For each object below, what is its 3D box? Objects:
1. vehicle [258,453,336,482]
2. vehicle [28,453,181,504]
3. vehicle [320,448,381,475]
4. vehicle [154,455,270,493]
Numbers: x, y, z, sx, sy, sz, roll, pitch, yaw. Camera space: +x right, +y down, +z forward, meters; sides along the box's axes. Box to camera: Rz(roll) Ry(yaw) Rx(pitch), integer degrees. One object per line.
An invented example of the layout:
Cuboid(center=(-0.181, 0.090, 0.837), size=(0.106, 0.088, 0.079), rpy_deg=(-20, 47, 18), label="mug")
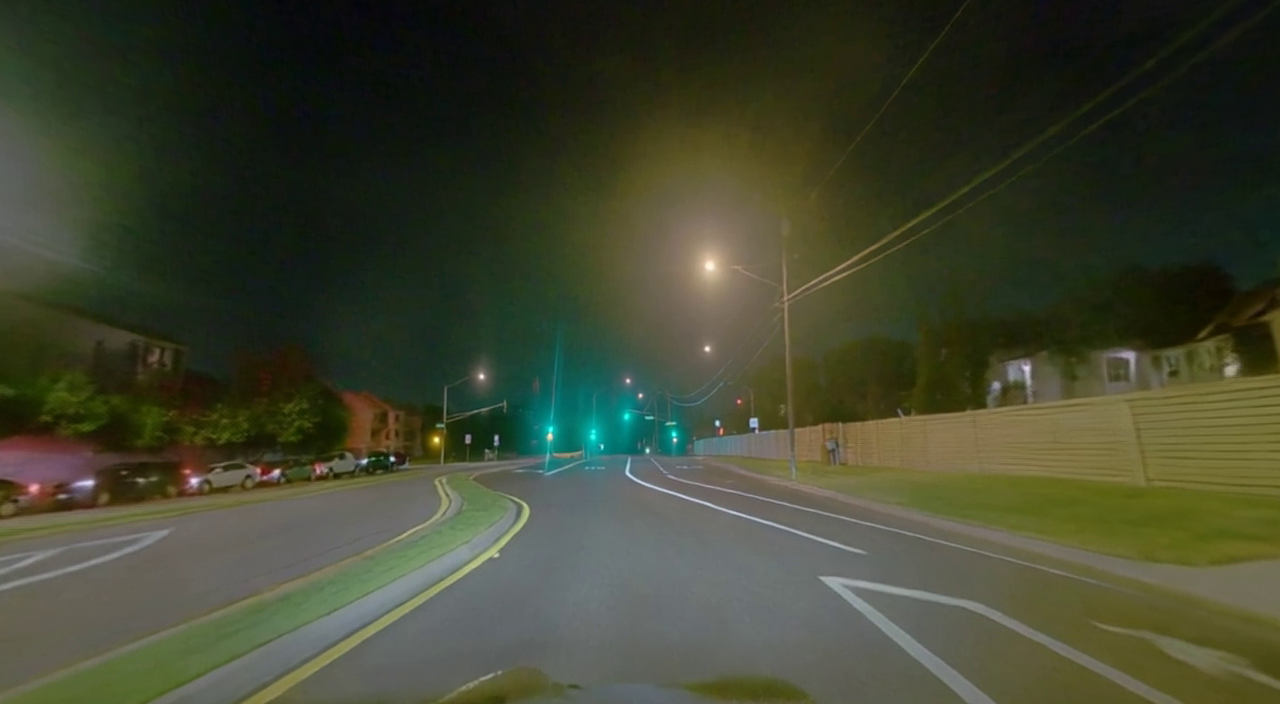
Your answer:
Cuboid(center=(-20.992, 7.057, 38.859), size=(1.883, 1.506, 4.863), rpy_deg=(1, -8, 2), label="vehicle")
Cuboid(center=(-21.454, 5.034, 25.589), size=(1.974, 1.704, 4.628), rpy_deg=(1, -8, 2), label="vehicle")
Cuboid(center=(-20.956, 7.917, 45.878), size=(2.148, 1.856, 4.632), rpy_deg=(0, -8, 2), label="vehicle")
Cuboid(center=(-21.207, 6.041, 31.593), size=(1.954, 1.575, 5.225), rpy_deg=(0, -8, 3), label="vehicle")
